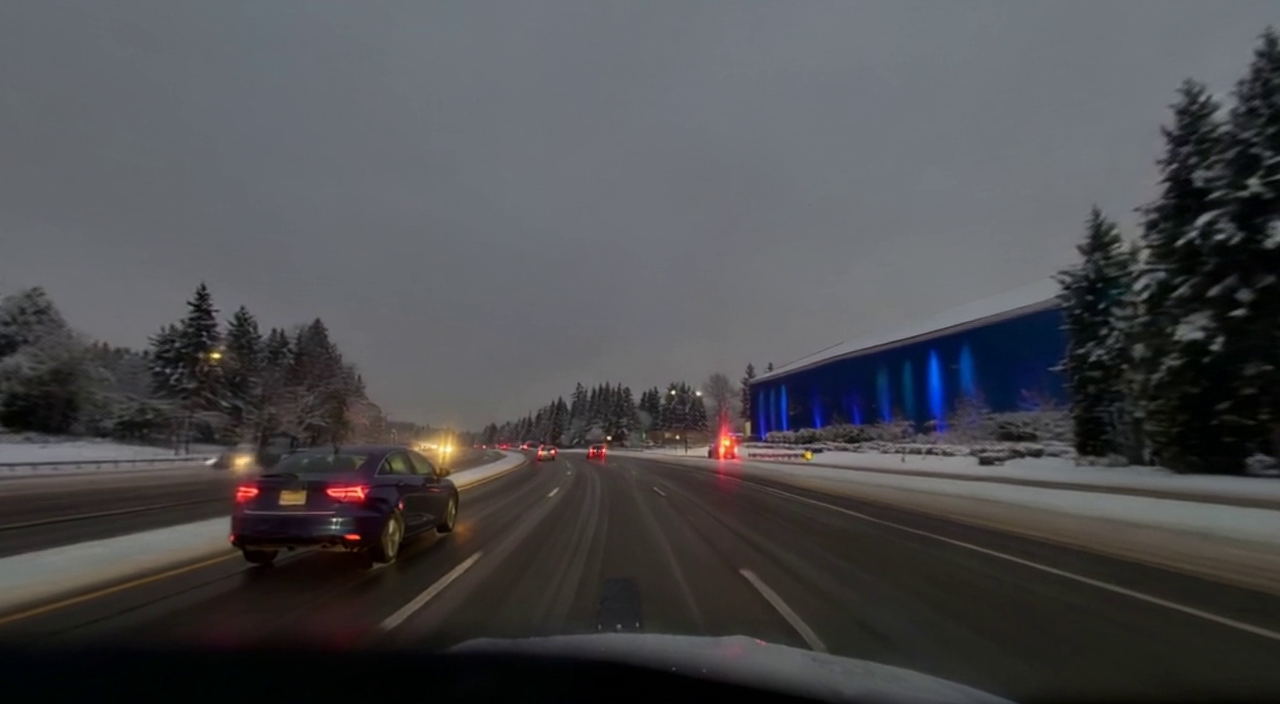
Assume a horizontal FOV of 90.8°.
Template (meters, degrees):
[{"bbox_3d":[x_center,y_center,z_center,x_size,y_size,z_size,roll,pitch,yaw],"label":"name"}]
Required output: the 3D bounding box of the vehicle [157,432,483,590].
[{"bbox_3d":[-3.591,1.837,8.257,2.018,1.476,4.364,0,-8,-1],"label":"vehicle"}]

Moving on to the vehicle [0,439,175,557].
[{"bbox_3d":[-9.413,1.997,8.872,2.231,1.520,4.722,0,-8,-1],"label":"vehicle"}]
